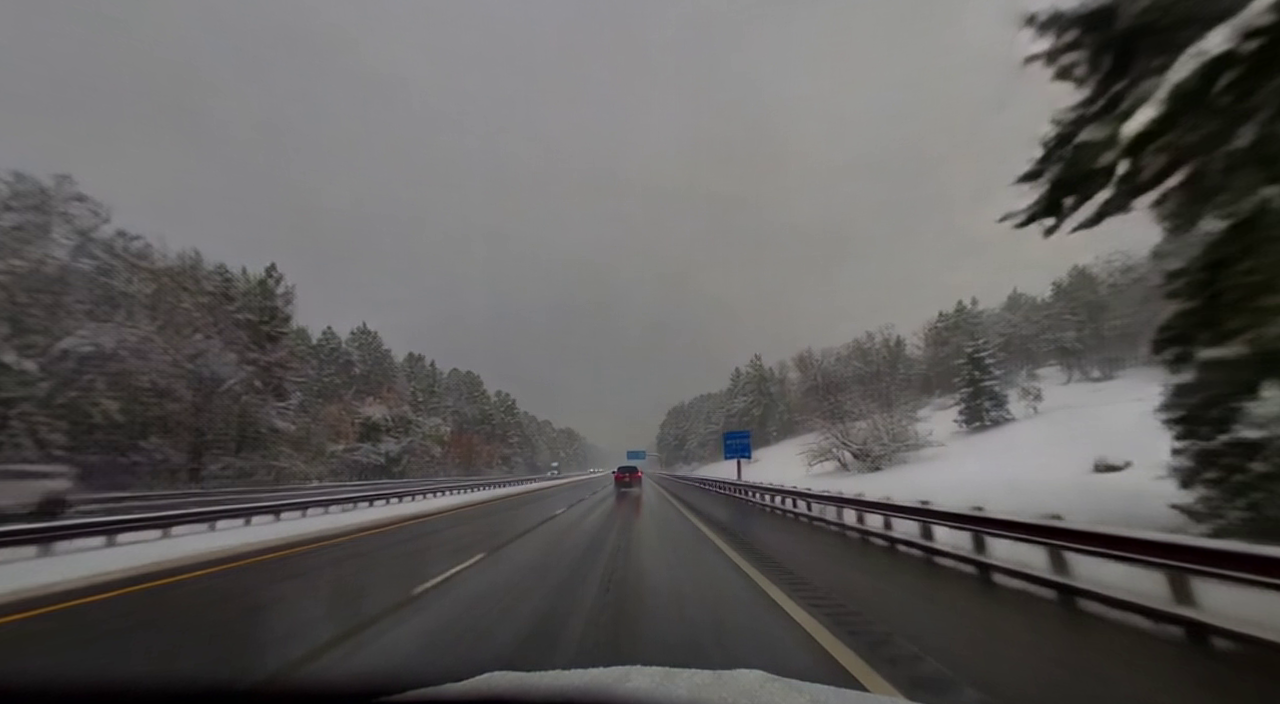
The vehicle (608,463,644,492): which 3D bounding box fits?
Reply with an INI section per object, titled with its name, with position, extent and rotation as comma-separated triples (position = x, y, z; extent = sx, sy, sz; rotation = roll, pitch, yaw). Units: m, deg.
[vehicle]
position = -0.852, 7.924, 40.010
extent = 2.107, 1.668, 4.554
rotation = 1, -11, 0
